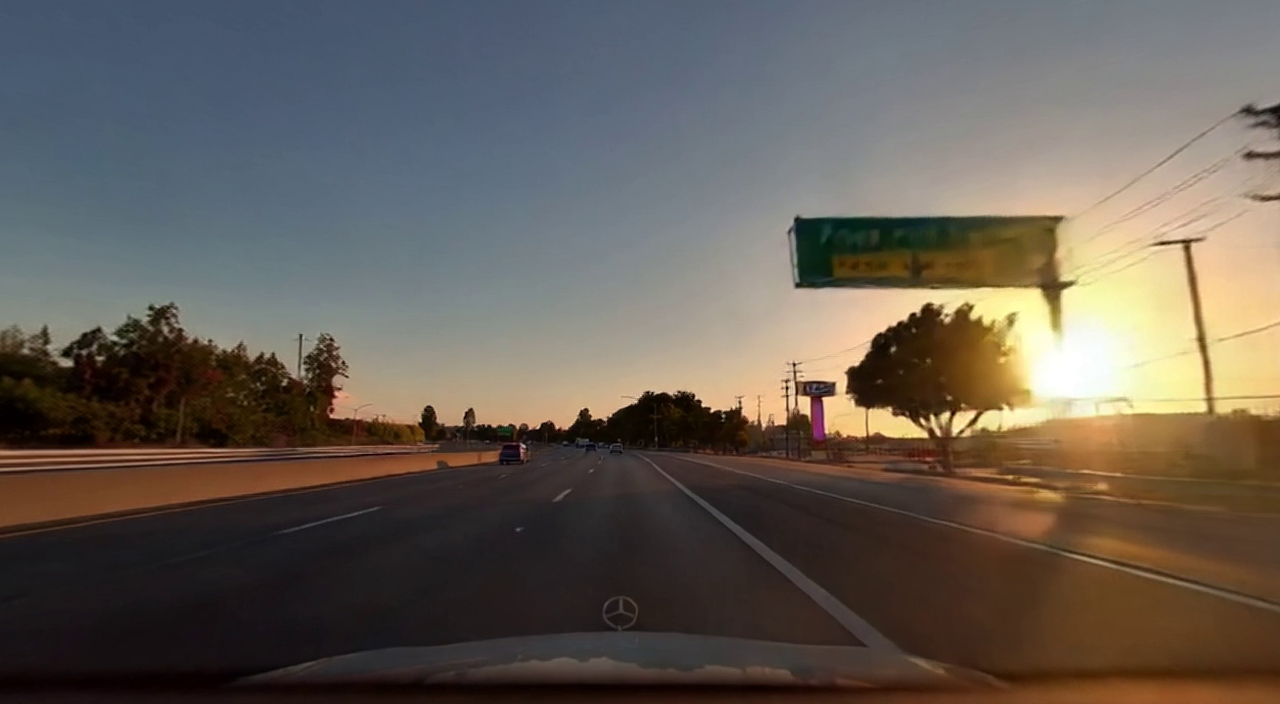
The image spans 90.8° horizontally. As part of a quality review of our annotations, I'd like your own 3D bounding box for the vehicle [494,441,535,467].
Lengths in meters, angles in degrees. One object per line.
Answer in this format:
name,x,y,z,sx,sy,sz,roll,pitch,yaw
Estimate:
vehicle,-8.612,7.008,43.730,2.053,1.682,4.423,0,-8,-1
